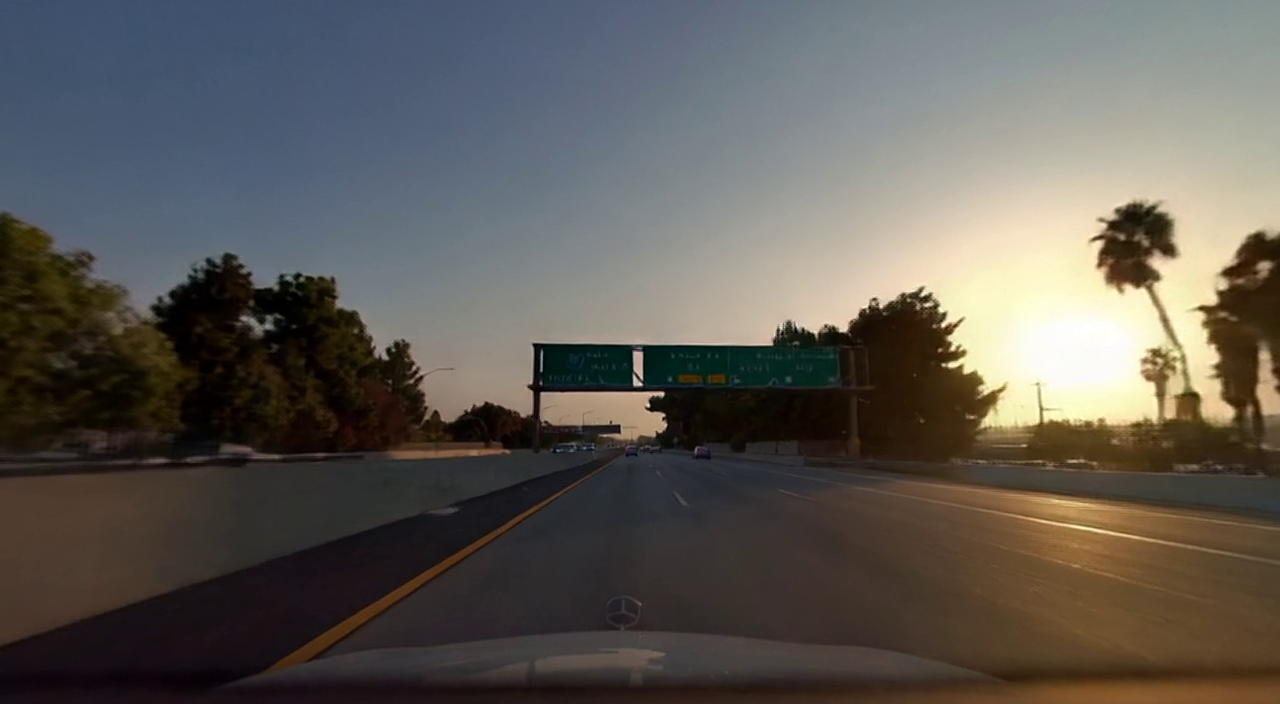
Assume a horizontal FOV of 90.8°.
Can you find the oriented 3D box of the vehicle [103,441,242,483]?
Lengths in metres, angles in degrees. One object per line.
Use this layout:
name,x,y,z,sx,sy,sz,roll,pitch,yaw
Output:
vehicle,-18.003,4.232,24.670,1.822,1.442,4.664,0,-9,1
